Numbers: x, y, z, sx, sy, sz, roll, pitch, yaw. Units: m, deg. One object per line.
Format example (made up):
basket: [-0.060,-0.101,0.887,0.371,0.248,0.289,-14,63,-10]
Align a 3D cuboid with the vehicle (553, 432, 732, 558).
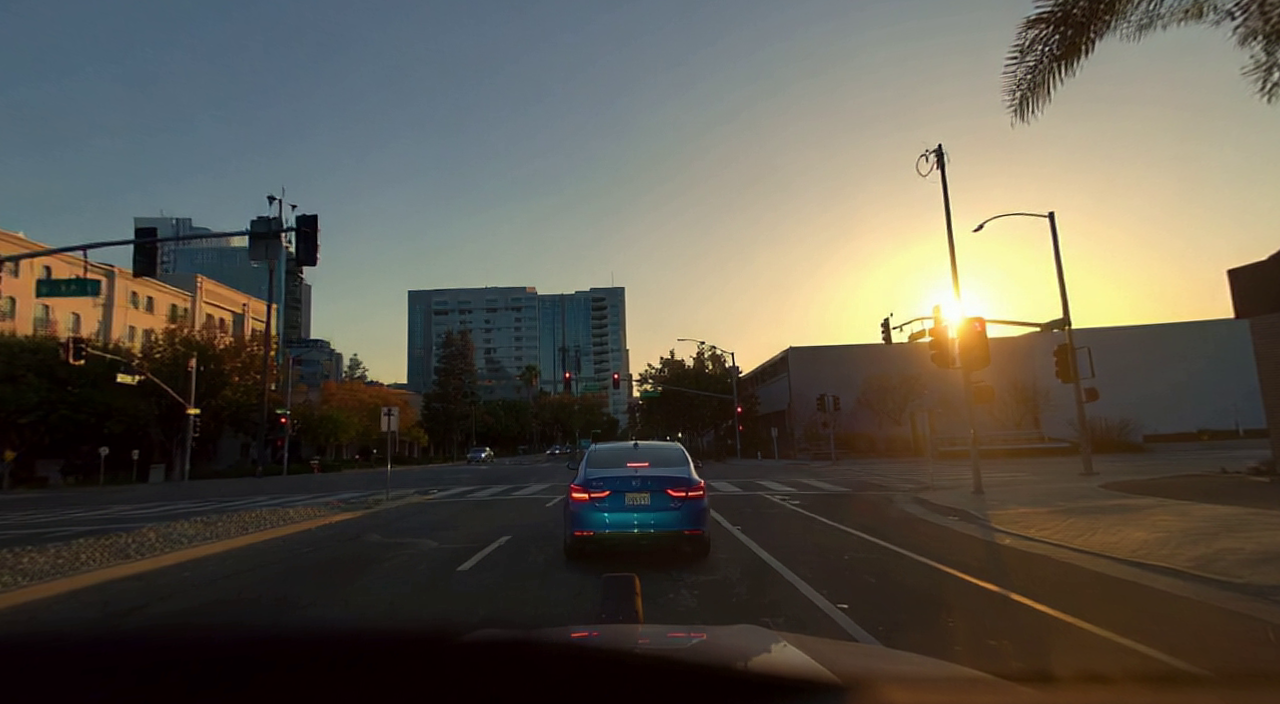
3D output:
vehicle: [0.003,1.998,9.513,2.107,1.470,3.974,0,-9,-1]
